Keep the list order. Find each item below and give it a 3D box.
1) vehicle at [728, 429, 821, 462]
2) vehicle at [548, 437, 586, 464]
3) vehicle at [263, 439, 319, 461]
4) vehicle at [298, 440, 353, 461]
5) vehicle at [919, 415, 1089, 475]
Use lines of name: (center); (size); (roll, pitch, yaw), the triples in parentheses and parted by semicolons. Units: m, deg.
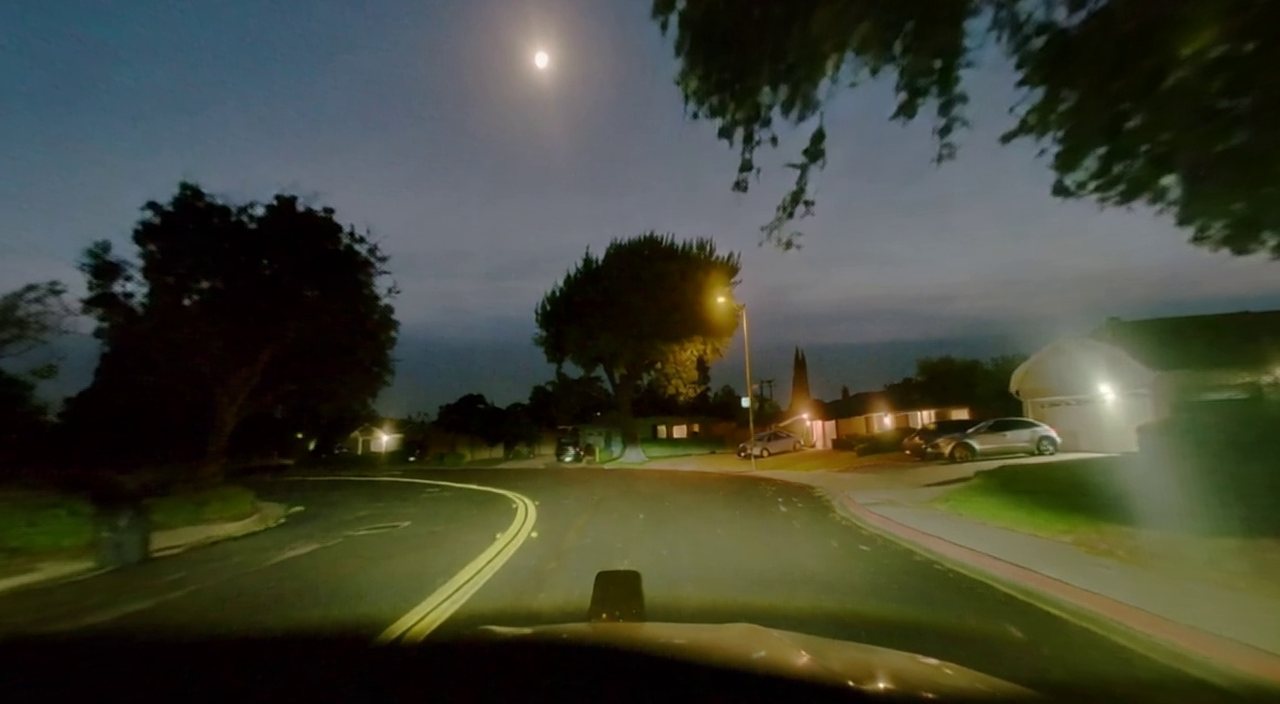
vehicle: (7.601, 5.249, 35.572); (4.799, 1.451, 2.144); (0, -7, -31)
vehicle: (-4.833, 6.550, 42.456); (1.819, 1.442, 4.329); (0, -4, 3)
vehicle: (-26.521, 7.460, 48.157); (2.042, 1.633, 4.132); (0, -8, -3)
vehicle: (-23.866, 7.480, 48.116); (1.933, 1.477, 4.361); (0, -8, -1)
vehicle: (12.017, 3.115, 21.107); (4.327, 1.573, 1.967); (-5, -9, 0)
